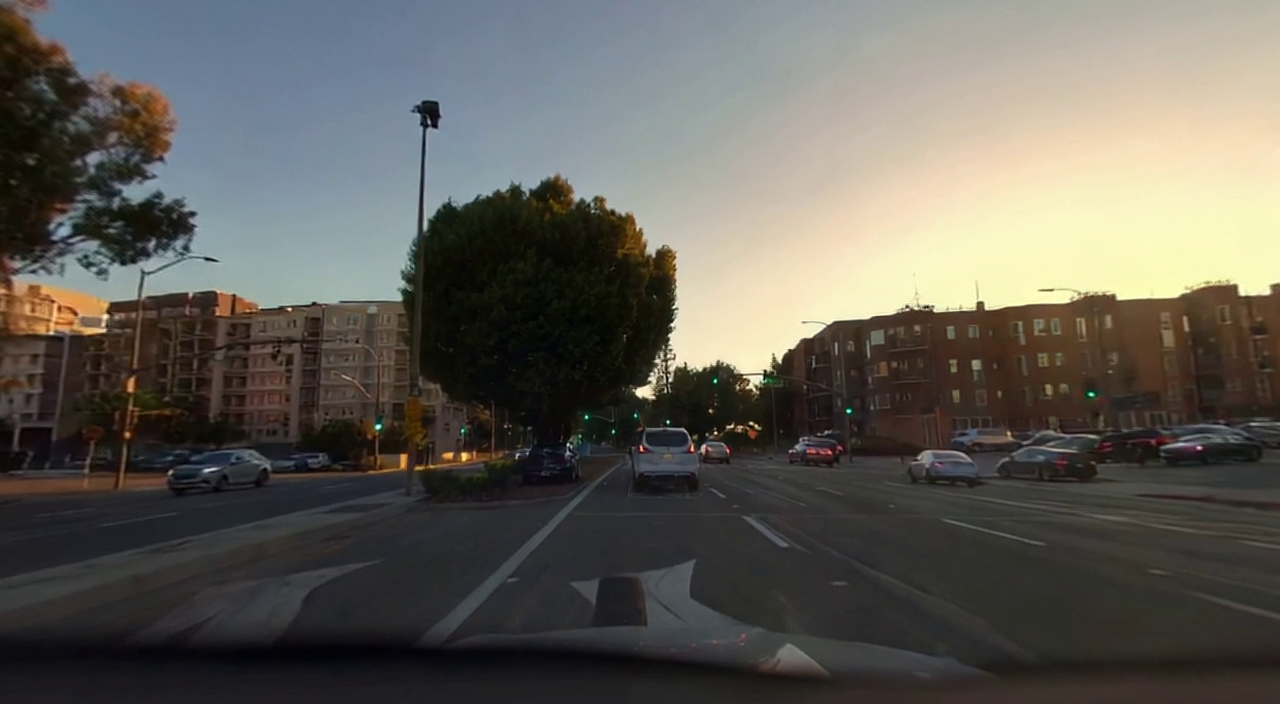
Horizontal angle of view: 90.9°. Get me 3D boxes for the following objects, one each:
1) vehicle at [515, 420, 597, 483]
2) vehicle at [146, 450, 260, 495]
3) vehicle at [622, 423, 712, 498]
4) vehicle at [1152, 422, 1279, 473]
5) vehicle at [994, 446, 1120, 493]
[{"bbox_3d":[-3.007,3.747,23.844,2.396,2.143,4.824,0,-9,1],"label":"vehicle"},{"bbox_3d":[-16.271,4.458,23.793,1.993,1.462,4.586,2,-9,-14],"label":"vehicle"},{"bbox_3d":[0.635,2.991,17.641,2.222,1.841,4.031,0,-9,-1],"label":"vehicle"},{"bbox_3d":[23.086,3.620,24.057,5.050,1.756,2.206,-2,-10,1],"label":"vehicle"},{"bbox_3d":[14.155,3.982,21.705,1.706,1.474,3.761,0,-9,0],"label":"vehicle"}]
